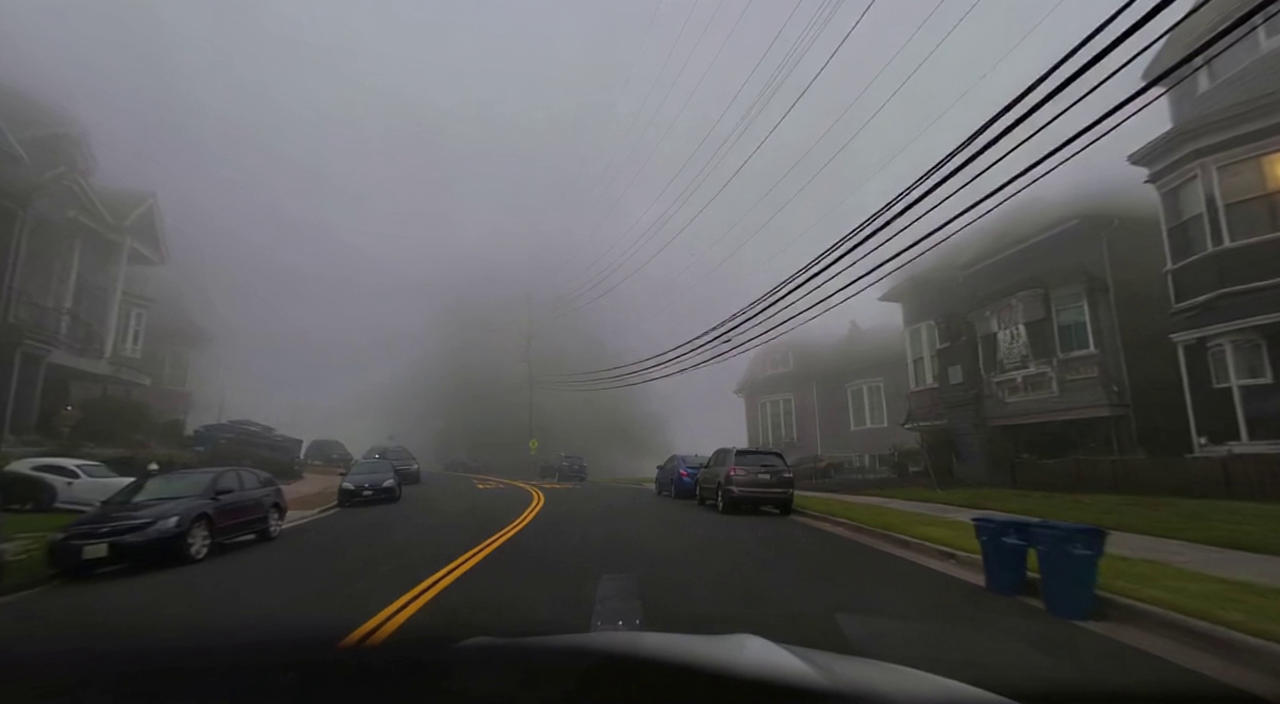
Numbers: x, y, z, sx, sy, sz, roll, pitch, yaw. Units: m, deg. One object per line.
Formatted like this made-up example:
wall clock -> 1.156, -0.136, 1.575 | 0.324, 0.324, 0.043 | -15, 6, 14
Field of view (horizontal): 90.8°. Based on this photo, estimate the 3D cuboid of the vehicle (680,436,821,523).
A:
vehicle -> 2.468, 3.002, 15.523 | 1.974, 1.769, 4.610 | 1, -9, -9

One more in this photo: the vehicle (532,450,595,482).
vehicle -> -4.572, 6.672, 37.215 | 1.994, 1.682, 4.750 | 9, -12, -27

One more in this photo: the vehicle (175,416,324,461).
vehicle -> -18.729, 4.215, 30.586 | 5.822, 1.956, 2.355 | 5, -10, -32

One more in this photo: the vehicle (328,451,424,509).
vehicle -> -8.123, 3.914, 19.760 | 2.003, 1.447, 3.642 | -2, -8, -10

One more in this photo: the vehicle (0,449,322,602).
vehicle -> -7.140, 2.406, 9.640 | 2.154, 1.516, 4.854 | -7, -8, -3
